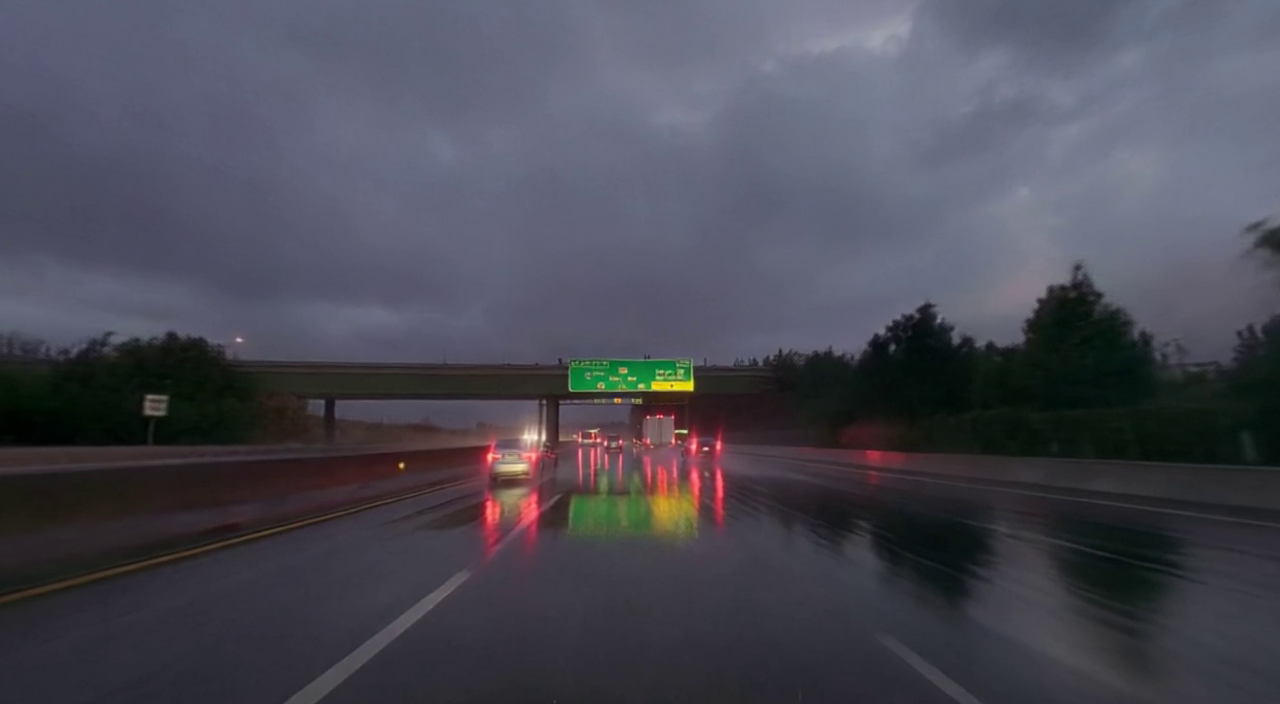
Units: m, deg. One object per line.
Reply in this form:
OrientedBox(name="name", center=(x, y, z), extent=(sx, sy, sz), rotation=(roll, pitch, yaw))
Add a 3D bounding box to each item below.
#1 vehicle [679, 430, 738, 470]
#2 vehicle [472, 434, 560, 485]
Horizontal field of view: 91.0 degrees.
OrientedBox(name="vehicle", center=(2.981, 4.372, 28.338), extent=(2.001, 1.625, 4.088), rotation=(0, -8, -2))
OrientedBox(name="vehicle", center=(-3.964, 3.510, 20.967), extent=(2.064, 1.479, 4.370), rotation=(0, -8, 0))
